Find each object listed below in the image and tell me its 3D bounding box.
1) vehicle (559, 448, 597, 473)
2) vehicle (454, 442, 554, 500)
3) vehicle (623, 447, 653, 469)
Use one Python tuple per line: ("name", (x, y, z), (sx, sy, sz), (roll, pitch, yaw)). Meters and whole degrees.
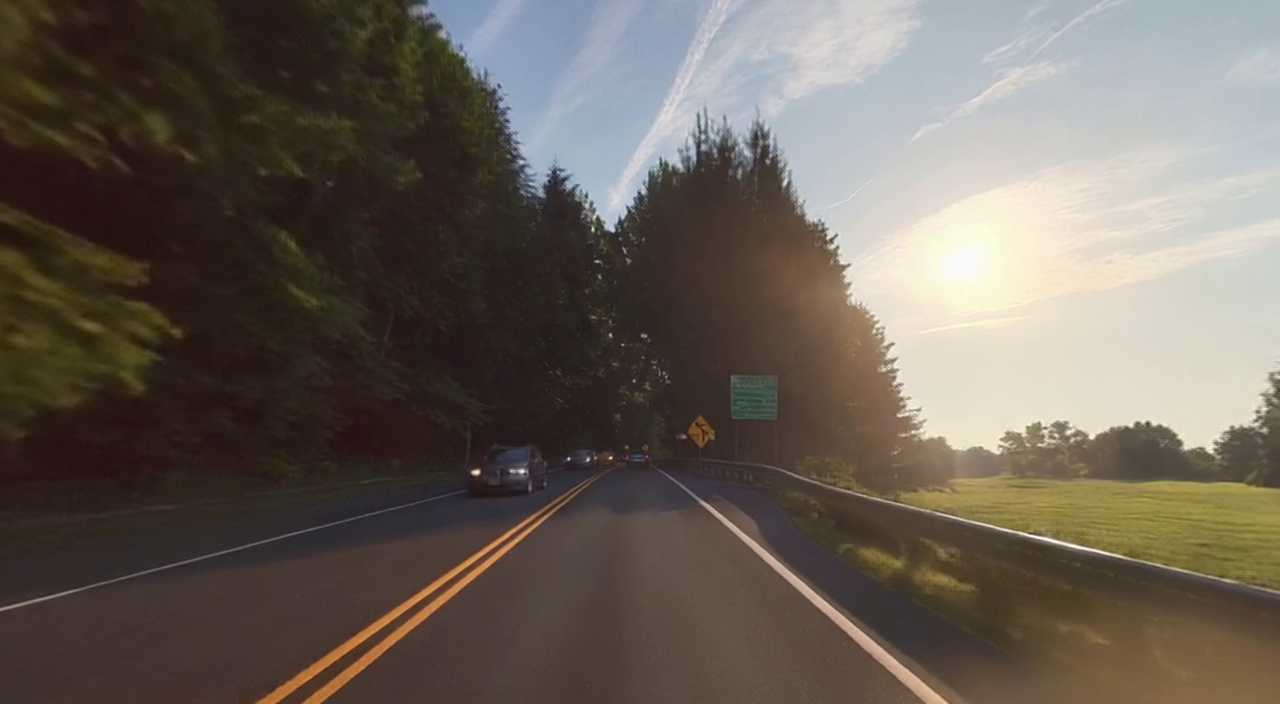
("vehicle", (-3.877, 6.862, 40.325), (1.981, 1.486, 4.348), (0, -9, 0))
("vehicle", (-3.894, 3.479, 18.899), (1.987, 1.526, 4.205), (0, -9, 1))
("vehicle", (-0.171, 7.649, 45.620), (2.067, 1.486, 3.861), (0, -9, -1))
